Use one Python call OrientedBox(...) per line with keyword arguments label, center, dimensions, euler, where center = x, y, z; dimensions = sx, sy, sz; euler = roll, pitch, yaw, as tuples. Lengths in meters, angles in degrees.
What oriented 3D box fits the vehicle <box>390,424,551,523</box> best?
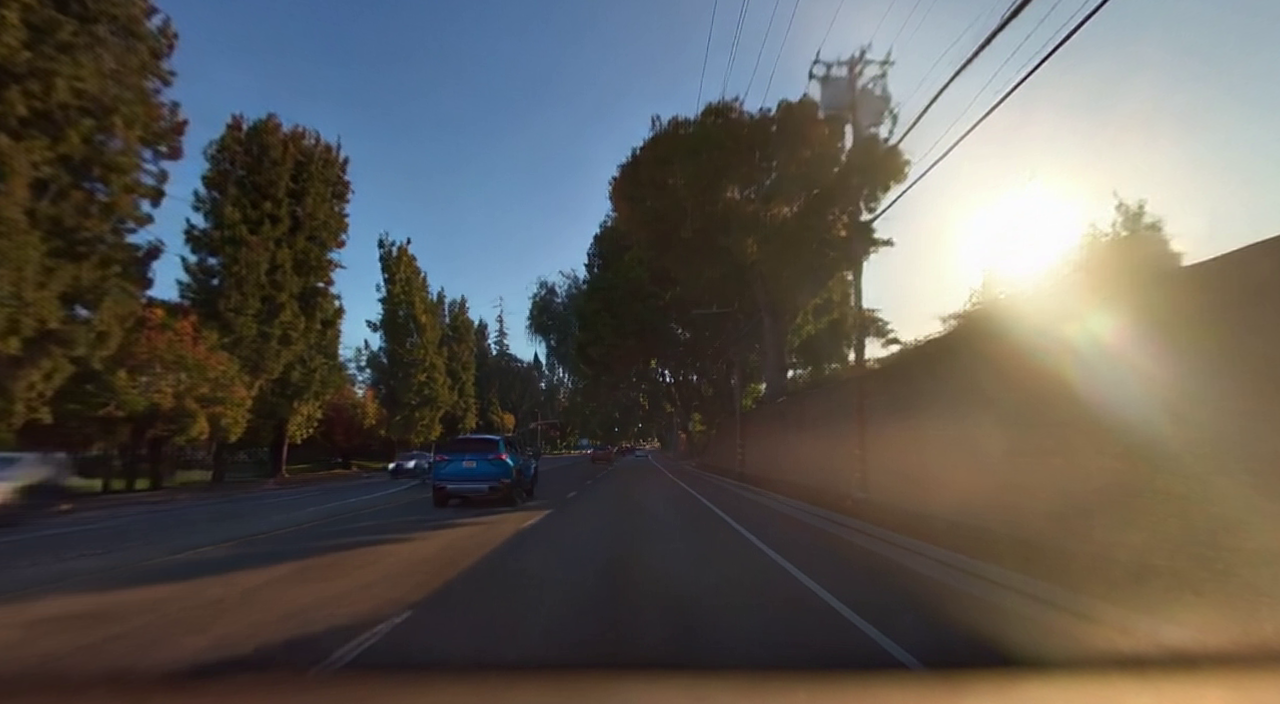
OrientedBox(label="vehicle", center=(-3.351, 2.506, 13.558), dimensions=(2.147, 1.730, 4.555), euler=(0, -8, 1))
